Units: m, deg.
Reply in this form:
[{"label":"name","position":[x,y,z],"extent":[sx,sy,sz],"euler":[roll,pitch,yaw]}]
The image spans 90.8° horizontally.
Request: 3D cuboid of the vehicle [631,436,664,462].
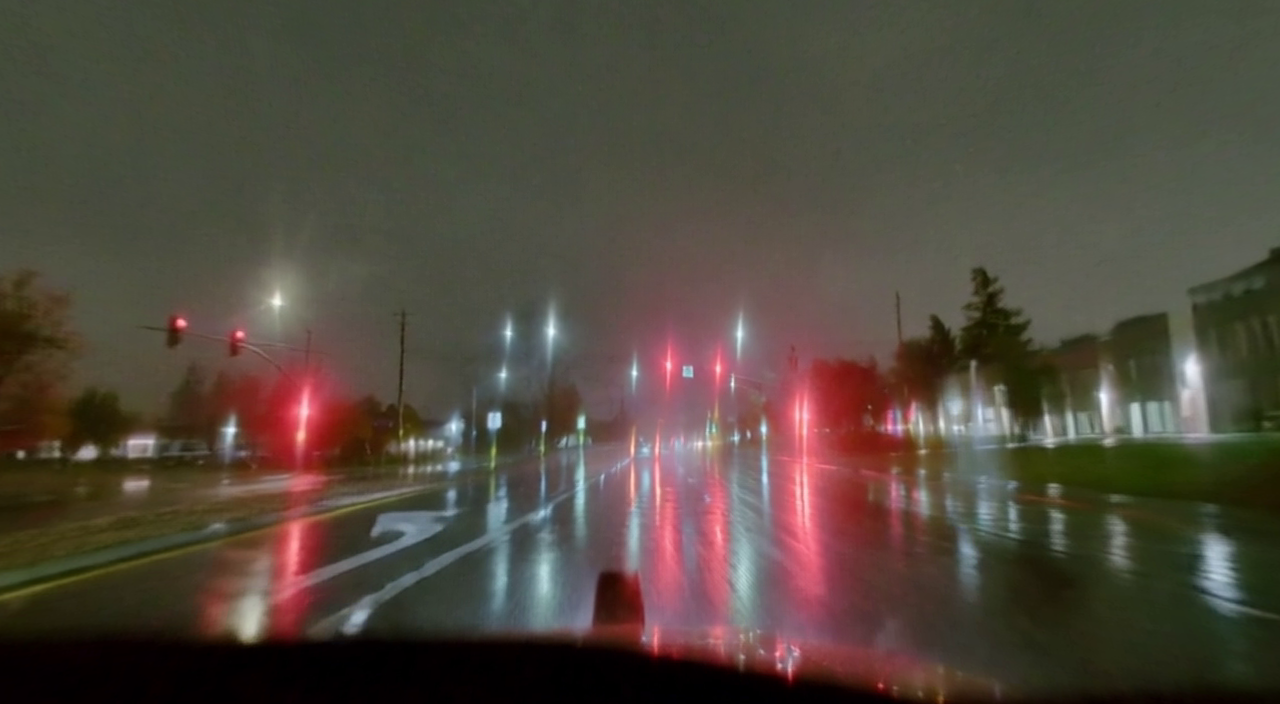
[{"label":"vehicle","position":[0.528,6.392,41.729],"extent":[2.037,1.568,3.693],"euler":[-1,-8,2]}]
